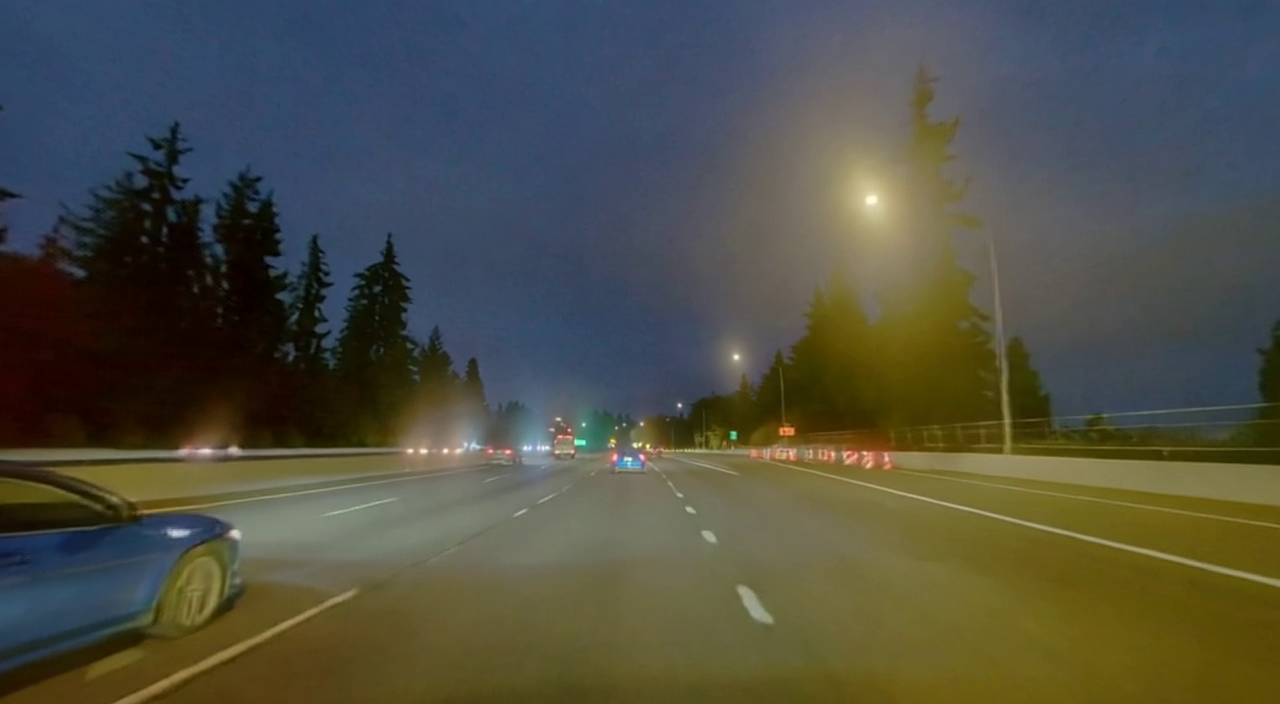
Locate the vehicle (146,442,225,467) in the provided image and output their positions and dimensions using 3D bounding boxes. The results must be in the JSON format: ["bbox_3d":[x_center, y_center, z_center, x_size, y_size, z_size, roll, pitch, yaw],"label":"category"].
[{"bbox_3d":[-30.108,6.785,41.747,1.880,1.524,4.473,0,-9,0],"label":"vehicle"}]

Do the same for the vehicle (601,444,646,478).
[{"bbox_3d":[-0.708,5.106,29.661,1.963,1.462,4.681,0,-8,0],"label":"vehicle"}]

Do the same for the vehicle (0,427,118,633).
[{"bbox_3d":[-5.487,1.049,3.084,2.001,1.415,4.360,0,-8,2],"label":"vehicle"}]

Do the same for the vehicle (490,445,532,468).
[{"bbox_3d":[-8.863,7.172,43.432,1.946,1.472,4.472,0,-8,-1],"label":"vehicle"}]
